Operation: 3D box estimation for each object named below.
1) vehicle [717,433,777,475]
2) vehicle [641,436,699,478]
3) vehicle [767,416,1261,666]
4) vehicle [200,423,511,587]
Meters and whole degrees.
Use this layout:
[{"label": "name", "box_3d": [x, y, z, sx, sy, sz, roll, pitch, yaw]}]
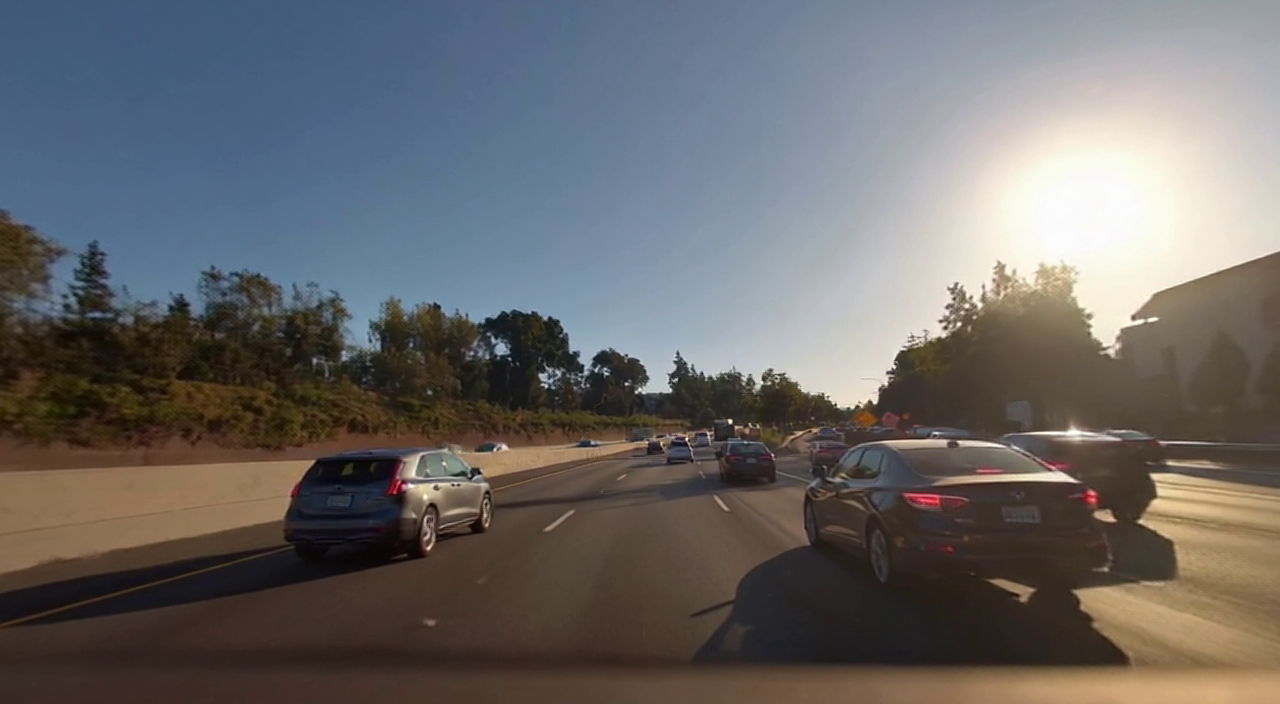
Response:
[{"label": "vehicle", "box_3d": [4.563, 4.416, 27.424, 2.076, 1.684, 4.241, -1, -9, 3]}, {"label": "vehicle", "box_3d": [1.277, 4.355, 26.264, 2.201, 1.614, 3.803, -1, -9, 4]}, {"label": "vehicle", "box_3d": [2.716, 1.493, 6.132, 2.009, 1.489, 4.559, 0, -9, 0]}, {"label": "vehicle", "box_3d": [-3.205, 1.816, 8.354, 1.937, 1.558, 4.469, 0, -9, 2]}]
